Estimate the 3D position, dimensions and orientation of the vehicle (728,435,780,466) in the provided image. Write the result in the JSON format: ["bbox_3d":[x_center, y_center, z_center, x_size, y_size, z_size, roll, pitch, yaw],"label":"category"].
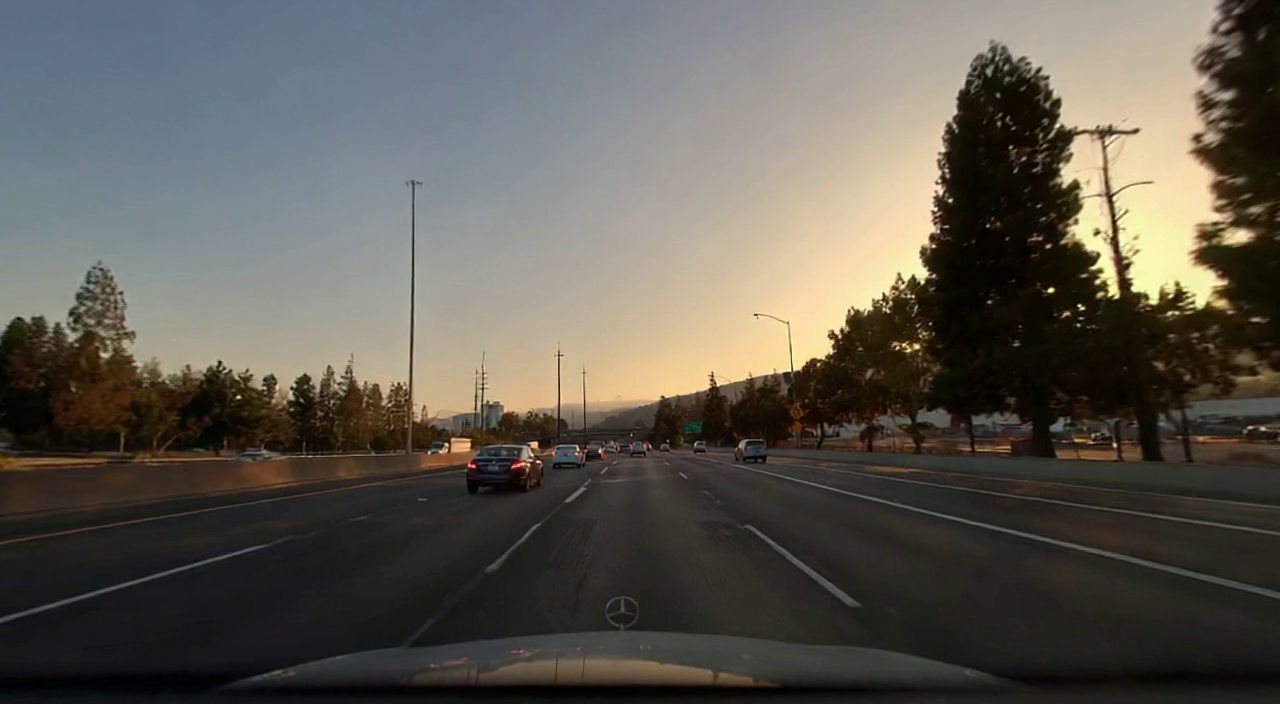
[{"bbox_3d":[6.876,6.033,38.634,2.147,1.769,4.666,0,-9,-2],"label":"vehicle"}]

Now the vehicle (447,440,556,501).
[{"bbox_3d":[-3.582,3.141,17.207,1.959,1.433,4.291,0,-9,0],"label":"vehicle"}]

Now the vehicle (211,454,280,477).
[{"bbox_3d":[-28.081,8.108,45.184,1.974,1.502,4.522,0,-9,1],"label":"vehicle"}]

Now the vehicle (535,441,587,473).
[{"bbox_3d":[-3.972,5.386,32.571,2.047,1.469,4.614,0,-9,0],"label":"vehicle"}]
